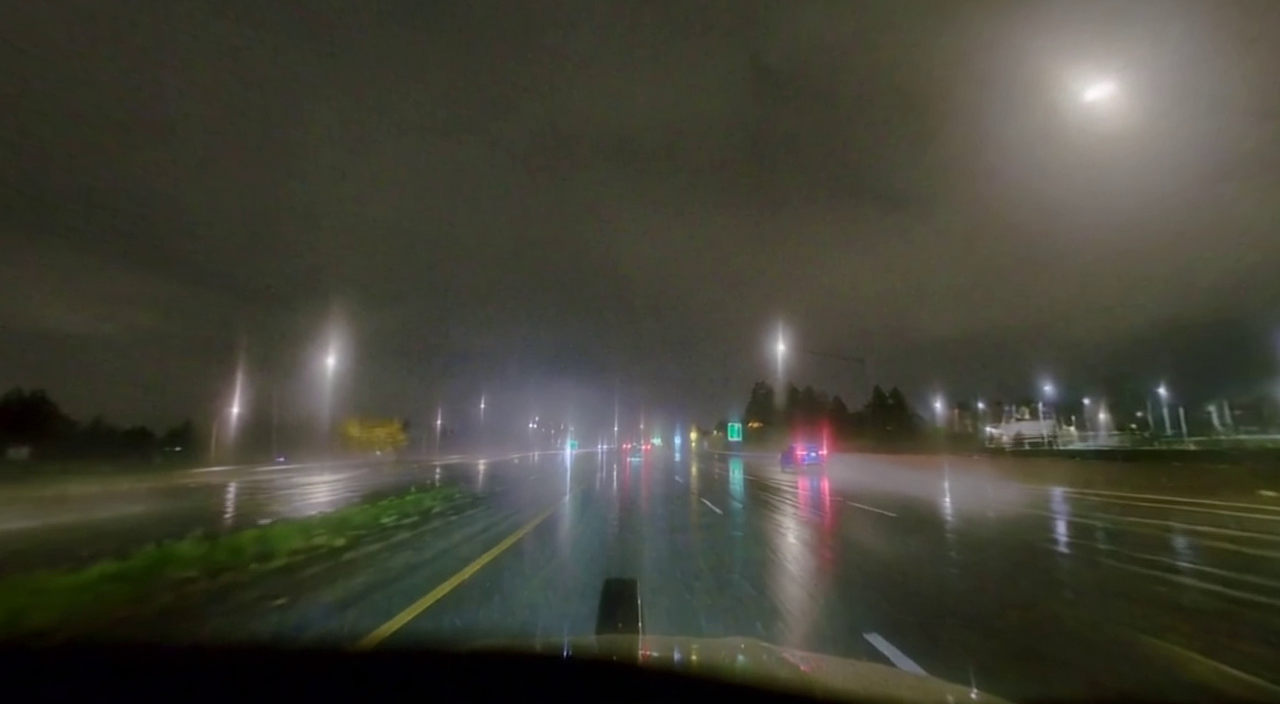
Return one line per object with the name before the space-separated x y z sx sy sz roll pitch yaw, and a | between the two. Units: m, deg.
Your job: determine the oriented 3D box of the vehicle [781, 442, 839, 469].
vehicle | 10.541 6.450 39.579 2.024 1.481 4.747 1 -8 -4
